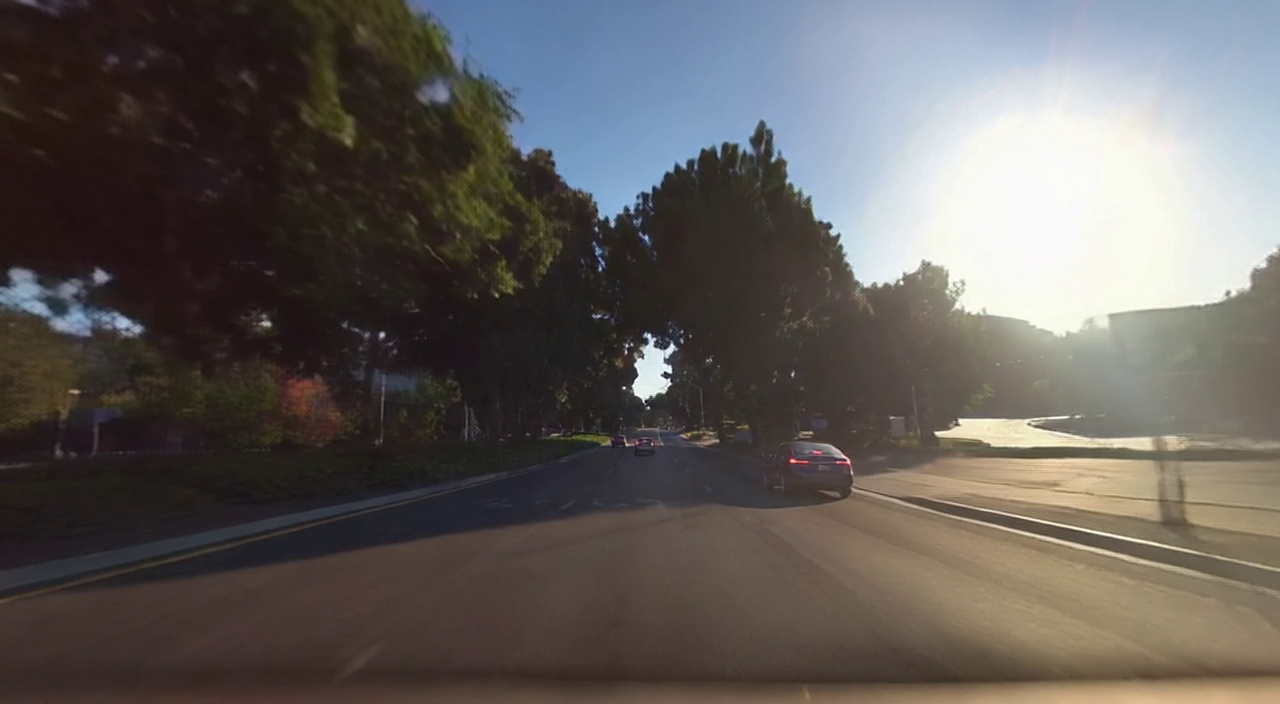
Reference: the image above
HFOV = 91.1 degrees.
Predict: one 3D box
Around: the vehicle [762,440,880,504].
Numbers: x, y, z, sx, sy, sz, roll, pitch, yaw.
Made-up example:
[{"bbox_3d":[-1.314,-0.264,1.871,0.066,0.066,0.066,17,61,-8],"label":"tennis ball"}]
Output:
[{"bbox_3d":[4.759,3.192,17.196,1.913,1.516,4.322,0,-9,0],"label":"vehicle"}]
